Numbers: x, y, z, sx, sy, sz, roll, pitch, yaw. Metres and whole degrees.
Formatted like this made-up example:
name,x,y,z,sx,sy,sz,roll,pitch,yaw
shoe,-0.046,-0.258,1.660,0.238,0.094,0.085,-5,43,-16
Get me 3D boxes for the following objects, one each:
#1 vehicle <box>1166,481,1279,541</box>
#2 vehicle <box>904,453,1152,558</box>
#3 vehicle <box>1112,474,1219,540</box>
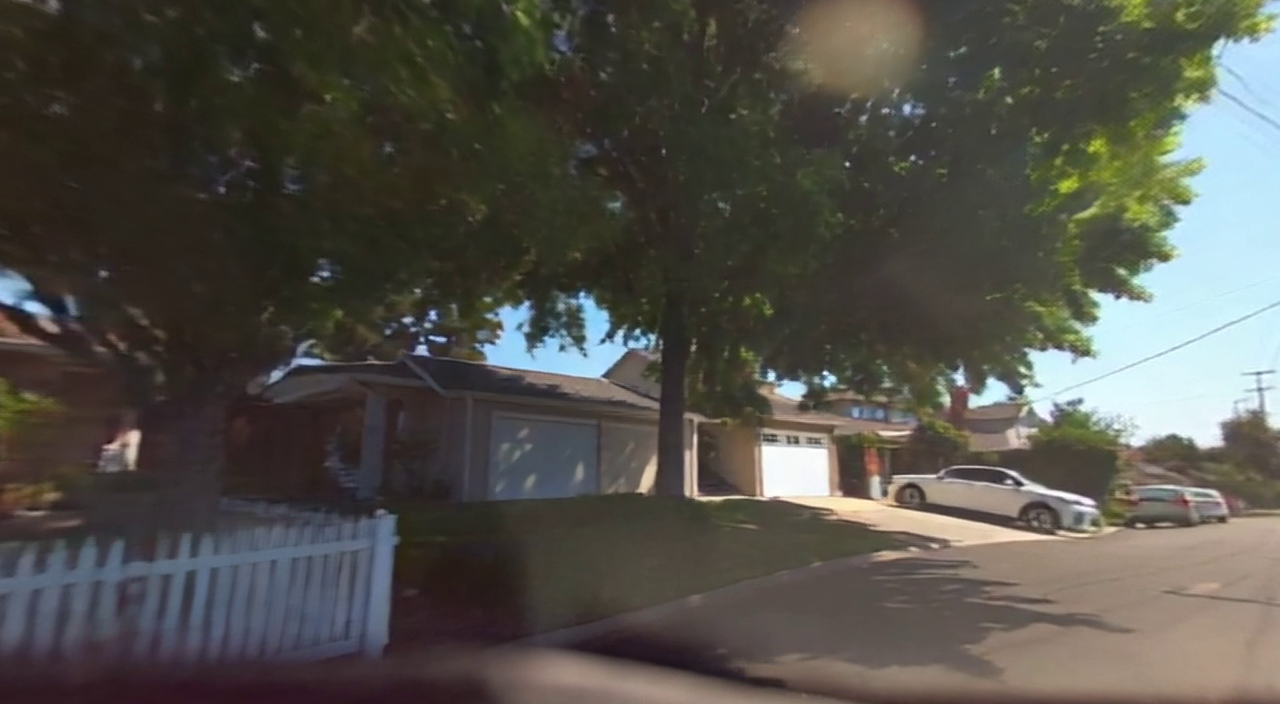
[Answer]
name,x,y,z,sx,sy,sz,roll,pitch,yaw
vehicle,21.268,5.685,22.976,4.924,1.717,2.334,7,-14,-41
vehicle,9.148,3.461,15.116,2.471,1.595,4.537,8,-6,-43
vehicle,16.533,4.717,19.775,2.081,1.589,4.691,-8,-12,43
